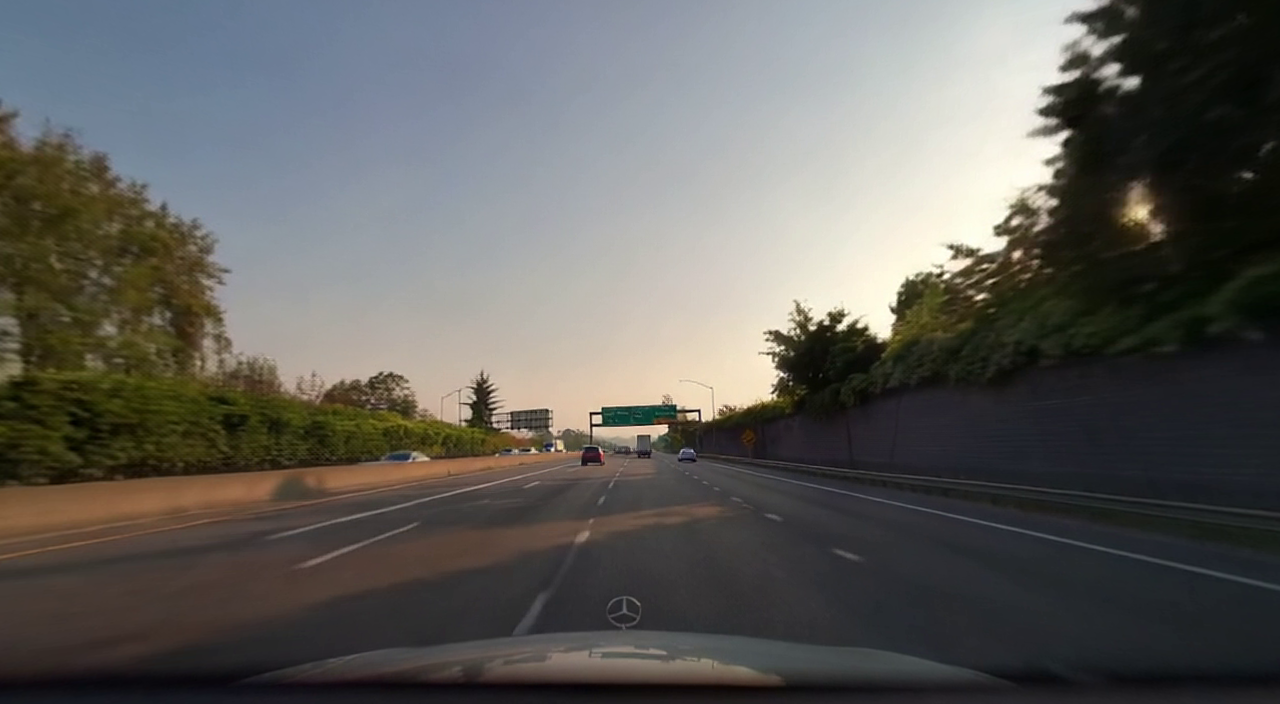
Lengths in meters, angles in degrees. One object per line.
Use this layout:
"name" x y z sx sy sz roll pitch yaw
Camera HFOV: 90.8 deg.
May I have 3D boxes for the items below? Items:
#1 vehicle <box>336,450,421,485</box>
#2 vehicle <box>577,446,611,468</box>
"vehicle" -11.857 5.256 28.967 1.942 1.450 4.455 0 -9 1
"vehicle" -3.190 7.377 44.514 2.020 1.475 4.434 0 -9 0
